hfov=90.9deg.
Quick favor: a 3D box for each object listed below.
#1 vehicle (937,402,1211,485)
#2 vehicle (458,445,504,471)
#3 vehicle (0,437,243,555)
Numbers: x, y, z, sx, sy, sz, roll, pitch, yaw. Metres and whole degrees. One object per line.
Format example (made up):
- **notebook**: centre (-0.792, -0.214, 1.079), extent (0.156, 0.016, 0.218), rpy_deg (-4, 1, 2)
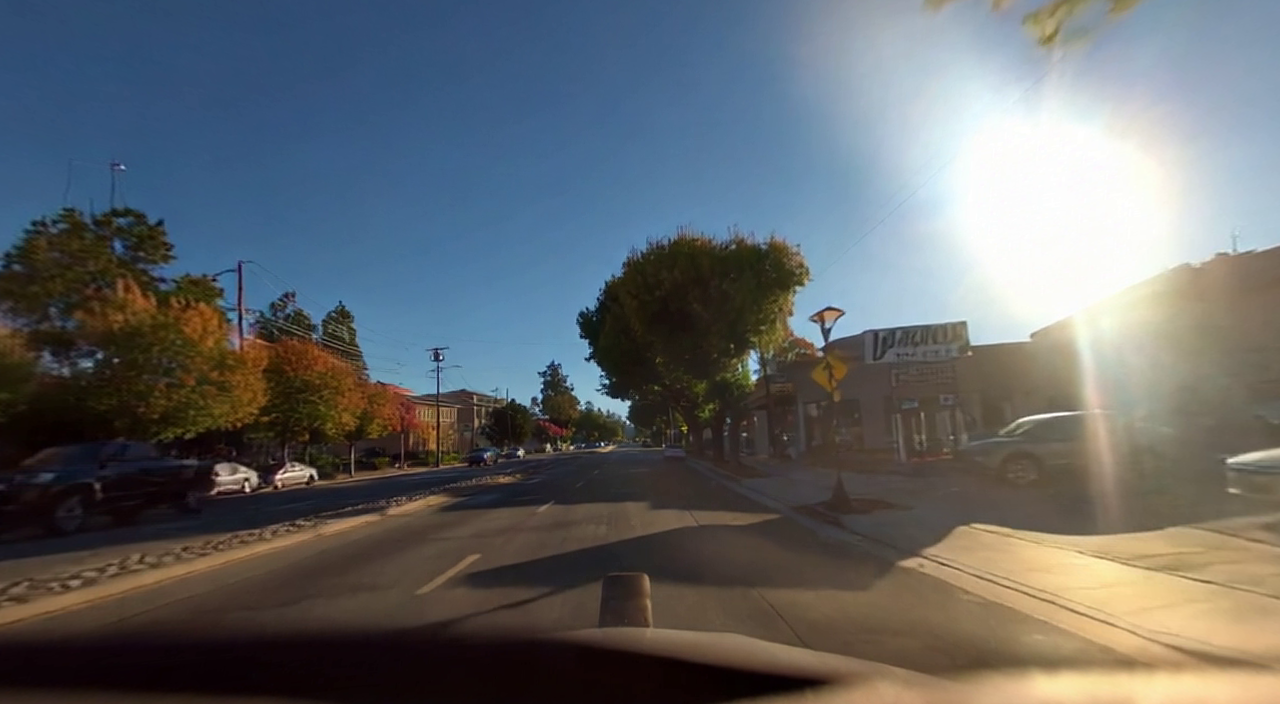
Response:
- **vehicle**: centre (9.774, 2.092, 14.494), extent (4.843, 1.748, 1.985), rpy_deg (0, -9, -3)
- **vehicle**: centre (-11.655, 7.794, 46.598), extent (2.079, 1.812, 4.757), rpy_deg (0, -9, 1)
- **vehicle**: centre (-11.715, 2.916, 13.773), extent (2.228, 1.976, 5.857), rpy_deg (0, -9, 0)
